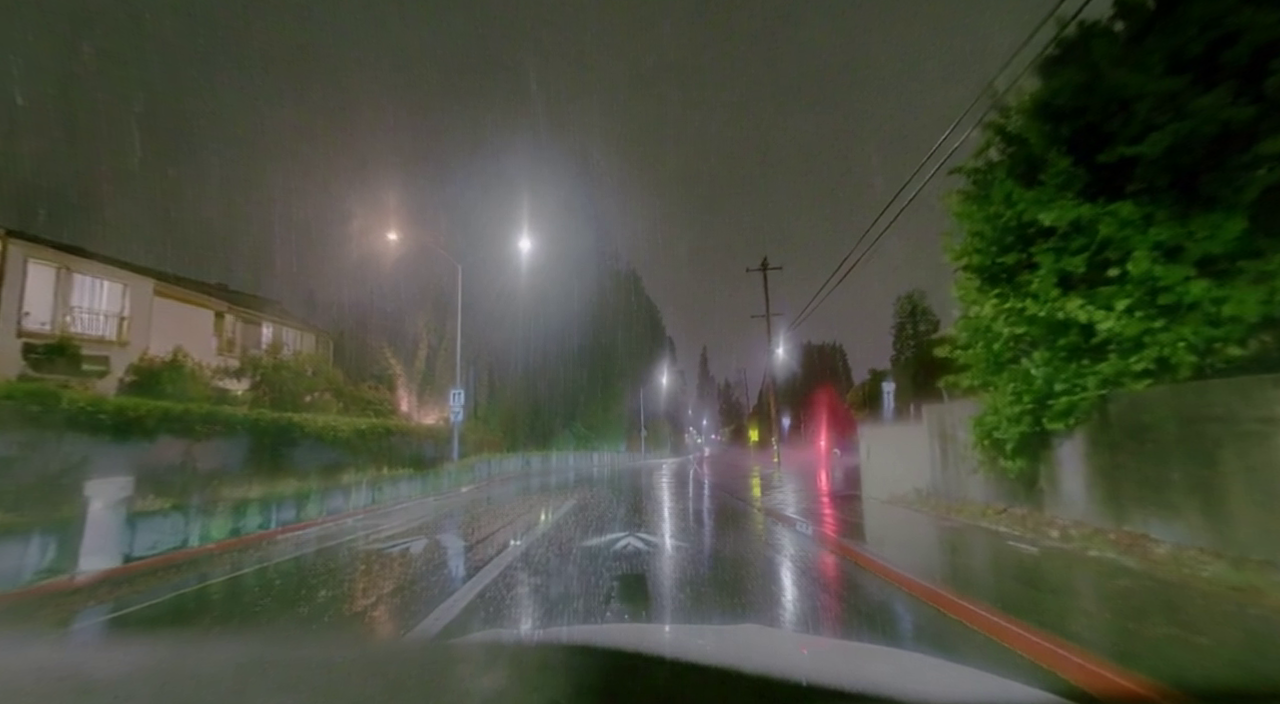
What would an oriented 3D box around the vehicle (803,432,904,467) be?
[{"bbox_3d":[11.007,5.055,32.764,4.614,1.764,1.860,-1,-8,5],"label":"vehicle"}]
